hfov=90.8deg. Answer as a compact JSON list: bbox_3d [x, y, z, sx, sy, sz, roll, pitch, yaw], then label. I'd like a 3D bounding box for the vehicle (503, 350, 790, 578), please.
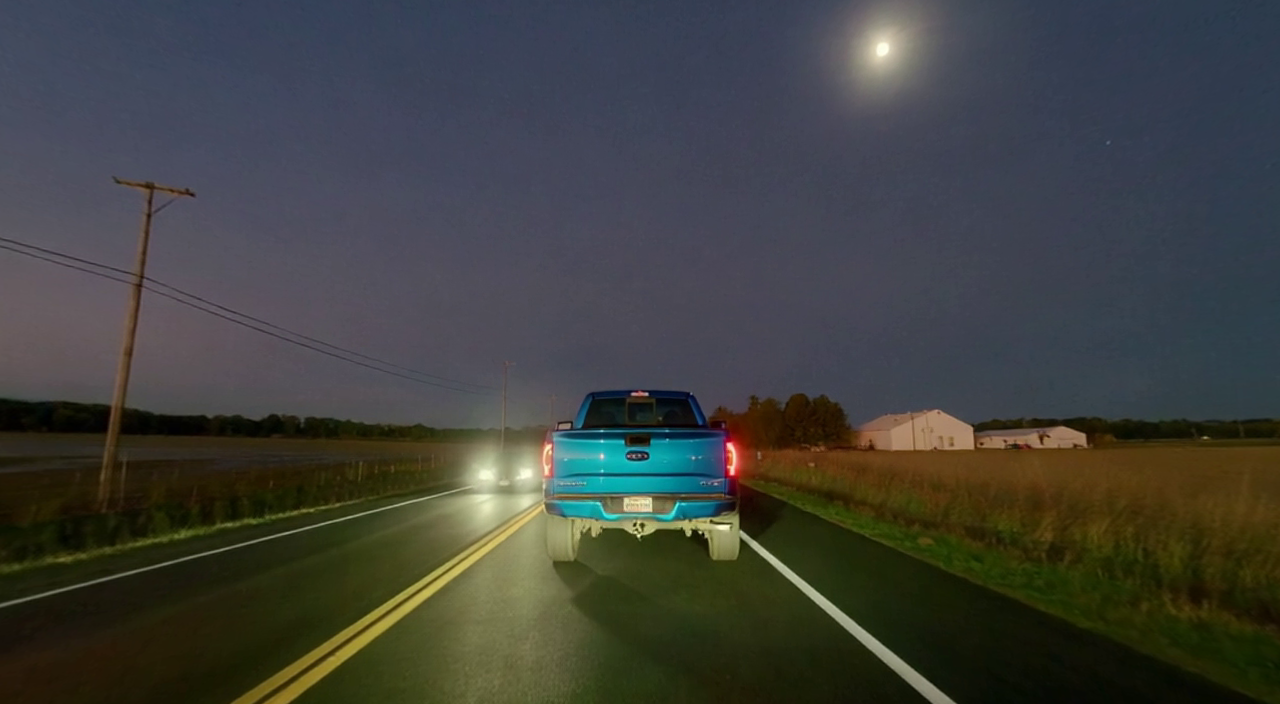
[{"bbox_3d":[-0.017,1.667,10.166,2.912,2.320,7.292,0,-8,-1],"label":"vehicle"}]
